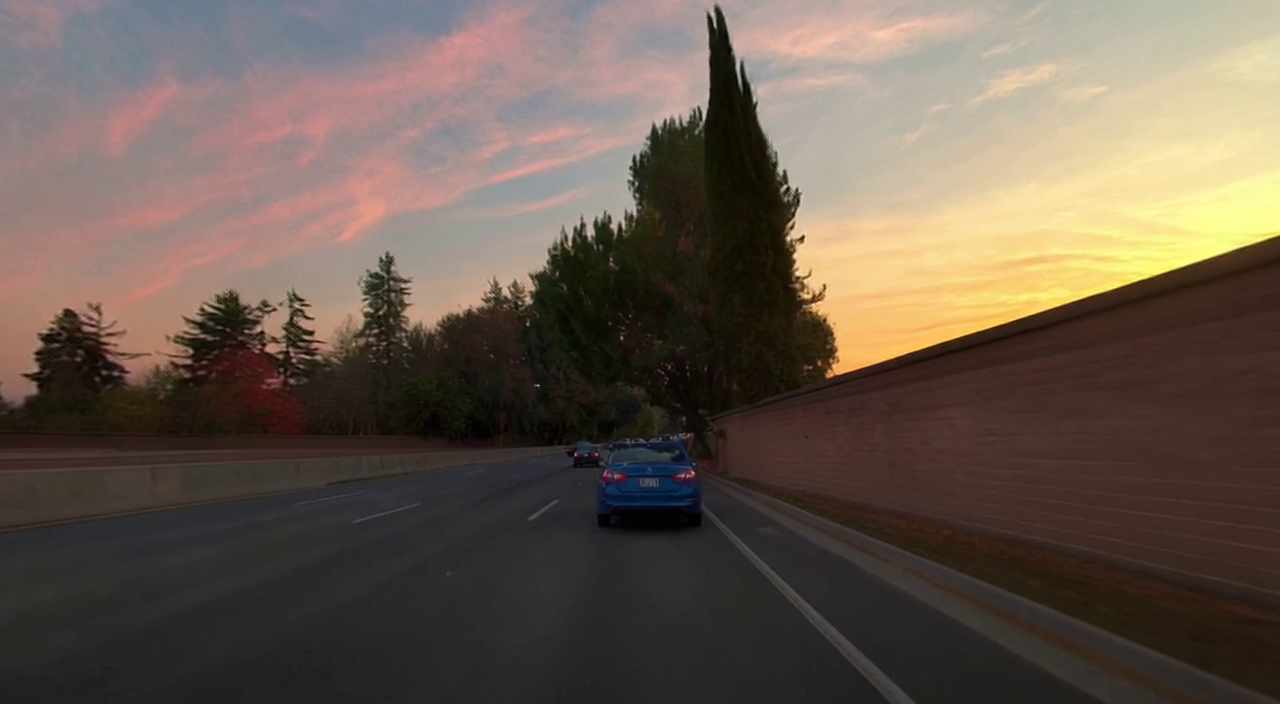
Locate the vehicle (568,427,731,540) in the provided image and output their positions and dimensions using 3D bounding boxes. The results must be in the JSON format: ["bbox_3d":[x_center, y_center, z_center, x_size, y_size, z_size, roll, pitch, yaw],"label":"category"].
[{"bbox_3d":[0.080,2.108,10.787,2.205,1.509,4.272,0,-8,-1],"label":"vehicle"}]
